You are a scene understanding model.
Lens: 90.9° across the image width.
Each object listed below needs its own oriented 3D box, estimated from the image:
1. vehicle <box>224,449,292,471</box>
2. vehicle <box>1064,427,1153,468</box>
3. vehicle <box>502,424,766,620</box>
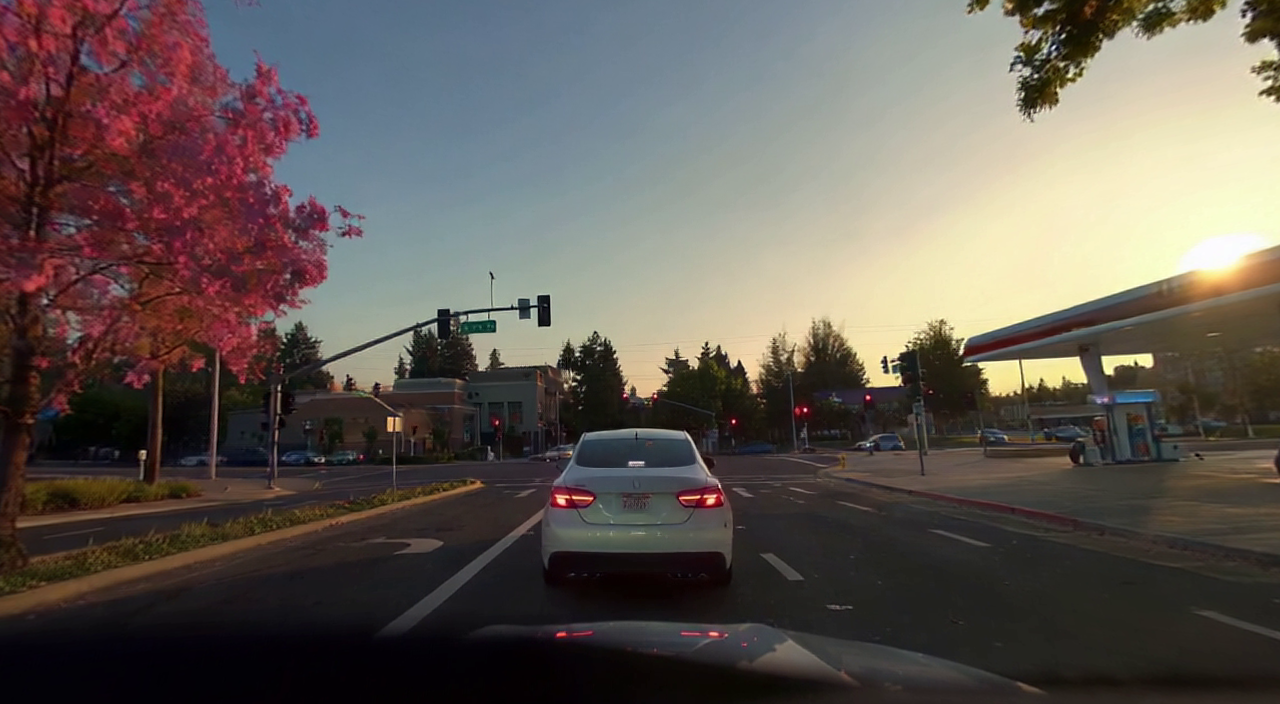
[{"bbox_3d":[-28.484,8.030,47.031,3.975,1.563,1.755,-1,-8,5],"label":"vehicle"},{"bbox_3d":[18.559,3.762,24.904,4.091,1.495,2.053,8,-12,-44],"label":"vehicle"},{"bbox_3d":[-0.047,1.600,6.908,2.010,1.482,4.057,0,-8,0],"label":"vehicle"}]
